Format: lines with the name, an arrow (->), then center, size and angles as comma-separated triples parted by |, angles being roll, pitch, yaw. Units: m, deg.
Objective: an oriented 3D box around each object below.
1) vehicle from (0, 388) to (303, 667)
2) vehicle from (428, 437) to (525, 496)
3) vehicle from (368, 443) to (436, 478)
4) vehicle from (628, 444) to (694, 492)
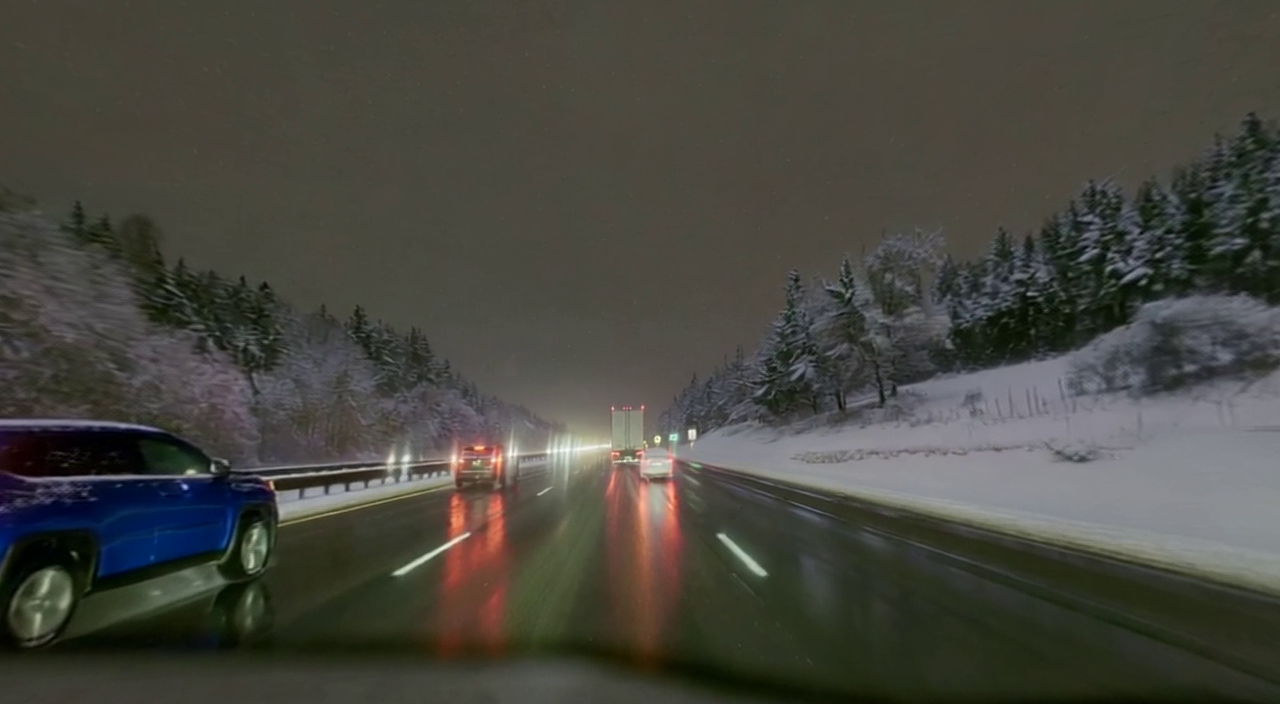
vehicle -> -4.951, 1.276, 5.120 | 2.100, 1.671, 4.105 | 0, -9, -1
vehicle -> -5.088, 3.621, 20.105 | 2.035, 1.664, 4.064 | 0, -9, 0
vehicle -> -14.031, 6.406, 37.262 | 2.108, 1.901, 4.970 | 0, -9, -1
vehicle -> 0.608, 3.927, 21.554 | 2.026, 1.489, 4.045 | 0, -9, -2
